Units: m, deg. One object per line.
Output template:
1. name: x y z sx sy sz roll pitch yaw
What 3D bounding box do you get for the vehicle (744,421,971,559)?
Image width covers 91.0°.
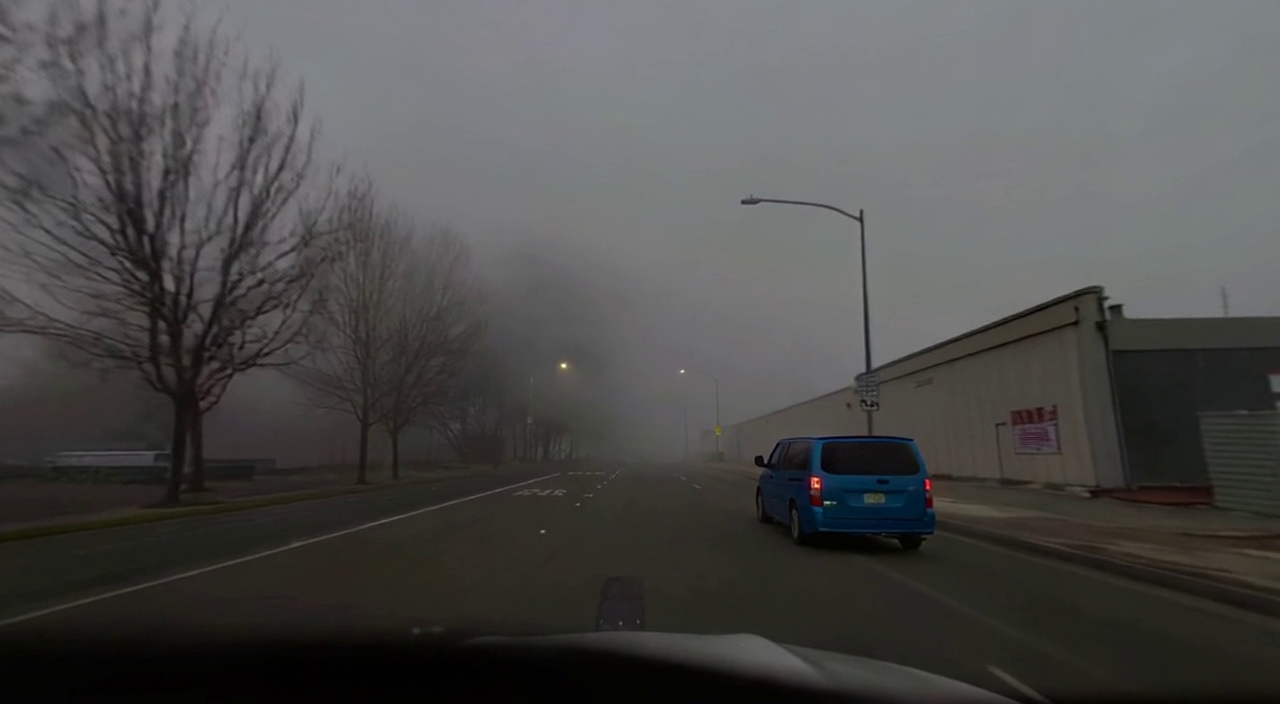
1. vehicle: 3.337 2.235 10.966 2.202 1.822 4.826 0 -9 0
